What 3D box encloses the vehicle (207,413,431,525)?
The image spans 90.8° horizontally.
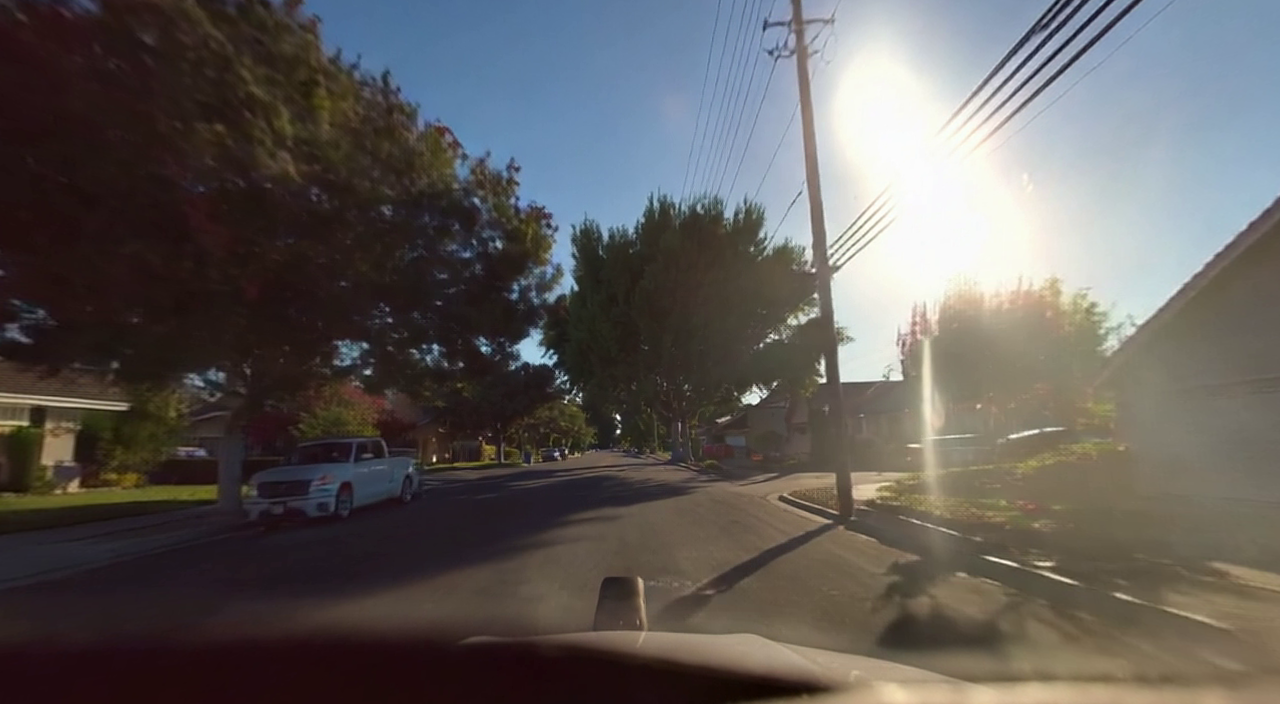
[{"bbox_3d":[-7.446,2.851,15.788,2.739,2.164,6.065,-1,-9,-4],"label":"vehicle"}]
